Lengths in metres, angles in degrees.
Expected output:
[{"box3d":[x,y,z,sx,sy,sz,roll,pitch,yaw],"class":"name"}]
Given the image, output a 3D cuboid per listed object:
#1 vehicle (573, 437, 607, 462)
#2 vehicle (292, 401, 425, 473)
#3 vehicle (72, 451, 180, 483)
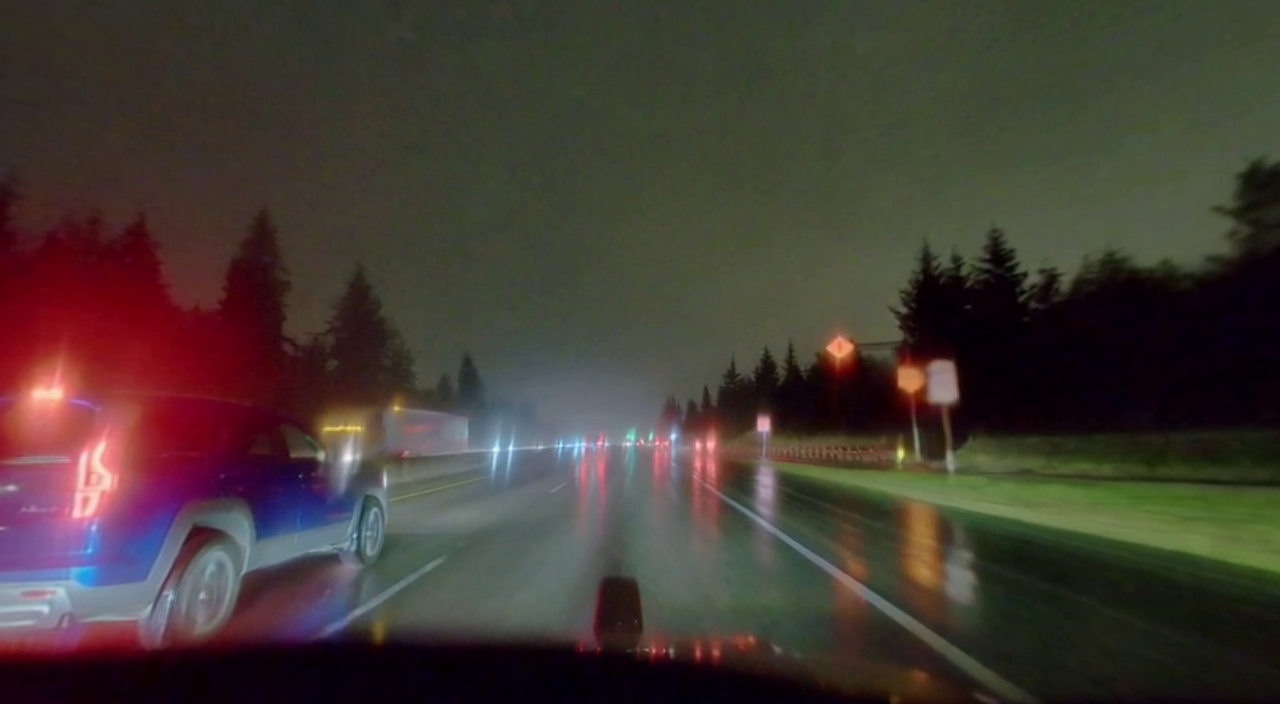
[{"box3d":[-3.495,6.826,44.302,2.125,1.662,4.336,0,-8,-1],"class":"vehicle"},{"box3d":[-16.623,5.241,38.426,2.934,3.737,10.958,0,-8,1],"class":"vehicle"},{"box3d":[-27.192,6.054,33.440,1.864,1.494,4.580,0,-8,0],"class":"vehicle"}]
